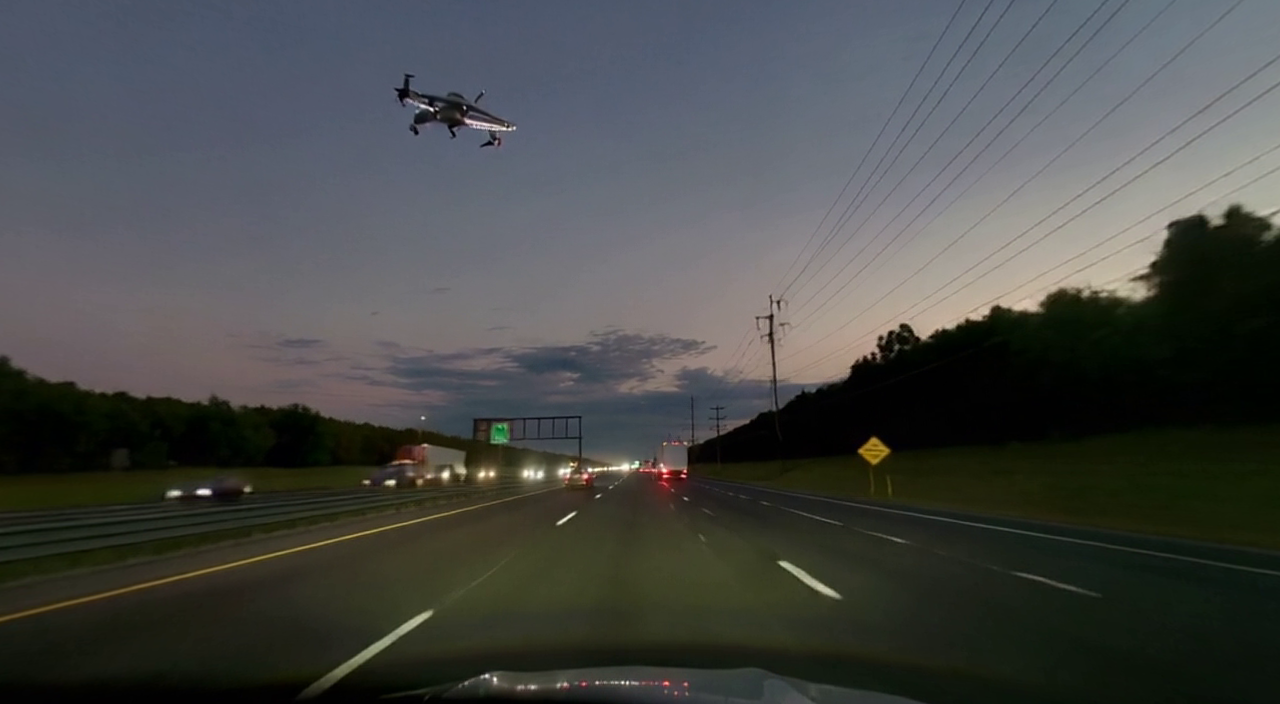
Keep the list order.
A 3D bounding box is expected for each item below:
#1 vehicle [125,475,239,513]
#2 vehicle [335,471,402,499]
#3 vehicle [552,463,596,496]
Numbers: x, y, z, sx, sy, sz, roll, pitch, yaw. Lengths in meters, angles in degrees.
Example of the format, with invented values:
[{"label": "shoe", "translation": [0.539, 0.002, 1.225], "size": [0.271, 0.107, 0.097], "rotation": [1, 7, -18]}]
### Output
[{"label": "vehicle", "translation": [-19.497, 6.039, 27.052], "size": [1.770, 1.409, 4.105], "rotation": [1, -11, 0]}, {"label": "vehicle", "translation": [-15.635, 7.679, 36.550], "size": [1.869, 1.466, 4.440], "rotation": [1, -11, 0]}, {"label": "vehicle", "translation": [-3.532, 6.914, 34.328], "size": [1.942, 1.597, 3.943], "rotation": [1, -11, 0]}]
